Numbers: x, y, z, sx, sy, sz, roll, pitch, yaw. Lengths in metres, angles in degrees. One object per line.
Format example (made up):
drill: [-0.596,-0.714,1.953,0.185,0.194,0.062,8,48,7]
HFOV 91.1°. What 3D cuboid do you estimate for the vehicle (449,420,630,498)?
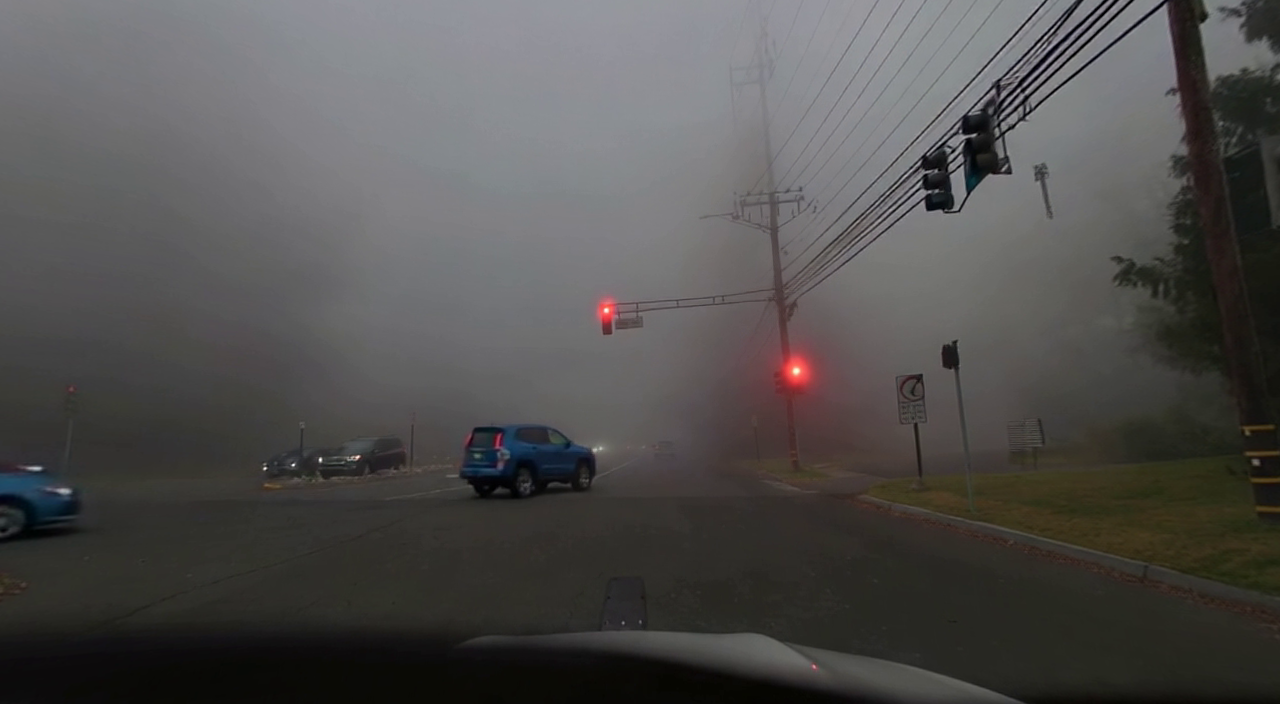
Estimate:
vehicle: [-2.791,3.214,19.316,2.137,1.986,5.930,-5,-10,30]

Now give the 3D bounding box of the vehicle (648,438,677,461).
vehicle: [1.685,7.474,48.183,2.051,1.666,4.607,0,-8,1]

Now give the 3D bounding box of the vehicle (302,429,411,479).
vehicle: [-13.137,4.762,29.614,2.350,2.104,5.828,0,-8,1]

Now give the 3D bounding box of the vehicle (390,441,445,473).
vehicle: [-13.247,6.298,37.621,1.772,1.647,4.221,-4,-9,0]

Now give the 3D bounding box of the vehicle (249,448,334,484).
vehicle: [-17.110,5.596,31.054,1.942,1.477,3.957,-4,-9,0]
